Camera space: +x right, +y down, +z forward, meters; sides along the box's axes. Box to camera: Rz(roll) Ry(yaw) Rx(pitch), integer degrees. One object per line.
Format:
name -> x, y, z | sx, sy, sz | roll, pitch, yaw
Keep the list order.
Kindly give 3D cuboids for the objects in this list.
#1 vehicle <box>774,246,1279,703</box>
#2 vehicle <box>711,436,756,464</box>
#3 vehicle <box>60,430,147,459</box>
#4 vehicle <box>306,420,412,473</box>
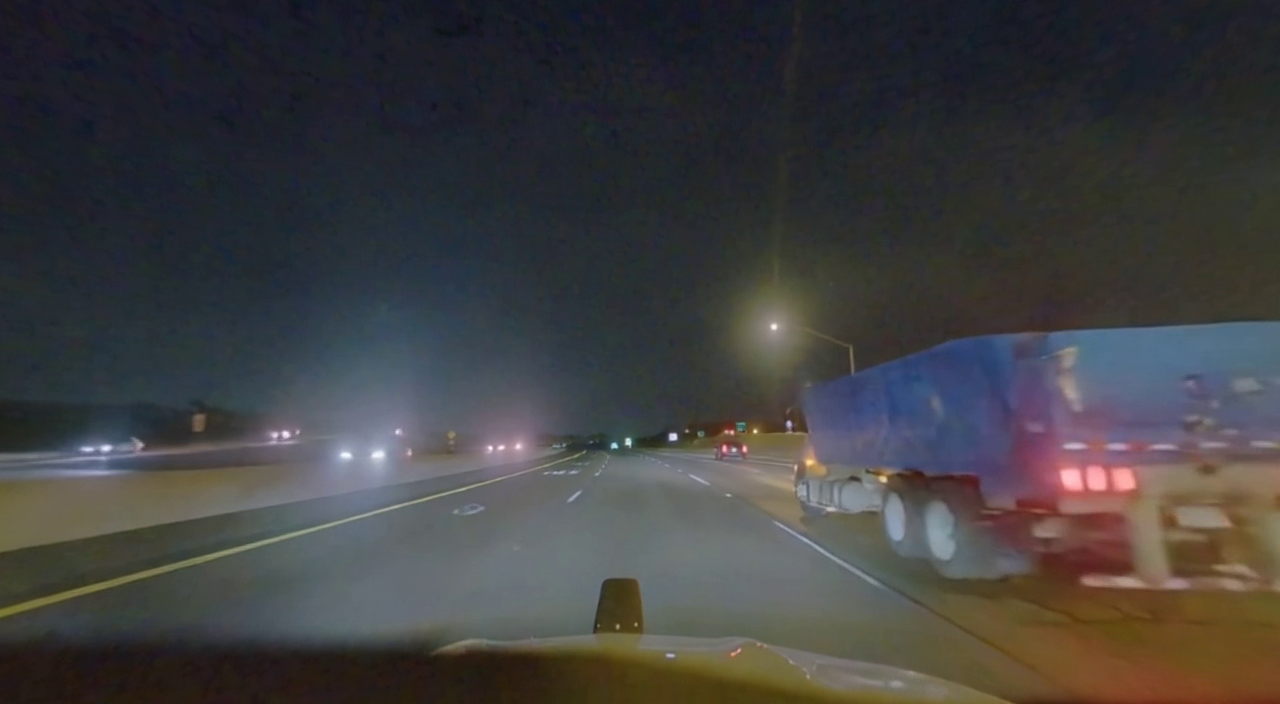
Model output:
vehicle -> 3.677, 1.189, 6.130 | 2.981, 2.053, 7.897 | 0, -8, 0
vehicle -> 6.125, 6.504, 41.926 | 2.104, 1.723, 4.538 | 0, -8, -2
vehicle -> -40.014, 6.914, 47.279 | 2.371, 2.008, 5.235 | 1, -9, -8
vehicle -> -14.003, 4.773, 32.053 | 2.437, 2.397, 6.468 | 0, -8, -1
